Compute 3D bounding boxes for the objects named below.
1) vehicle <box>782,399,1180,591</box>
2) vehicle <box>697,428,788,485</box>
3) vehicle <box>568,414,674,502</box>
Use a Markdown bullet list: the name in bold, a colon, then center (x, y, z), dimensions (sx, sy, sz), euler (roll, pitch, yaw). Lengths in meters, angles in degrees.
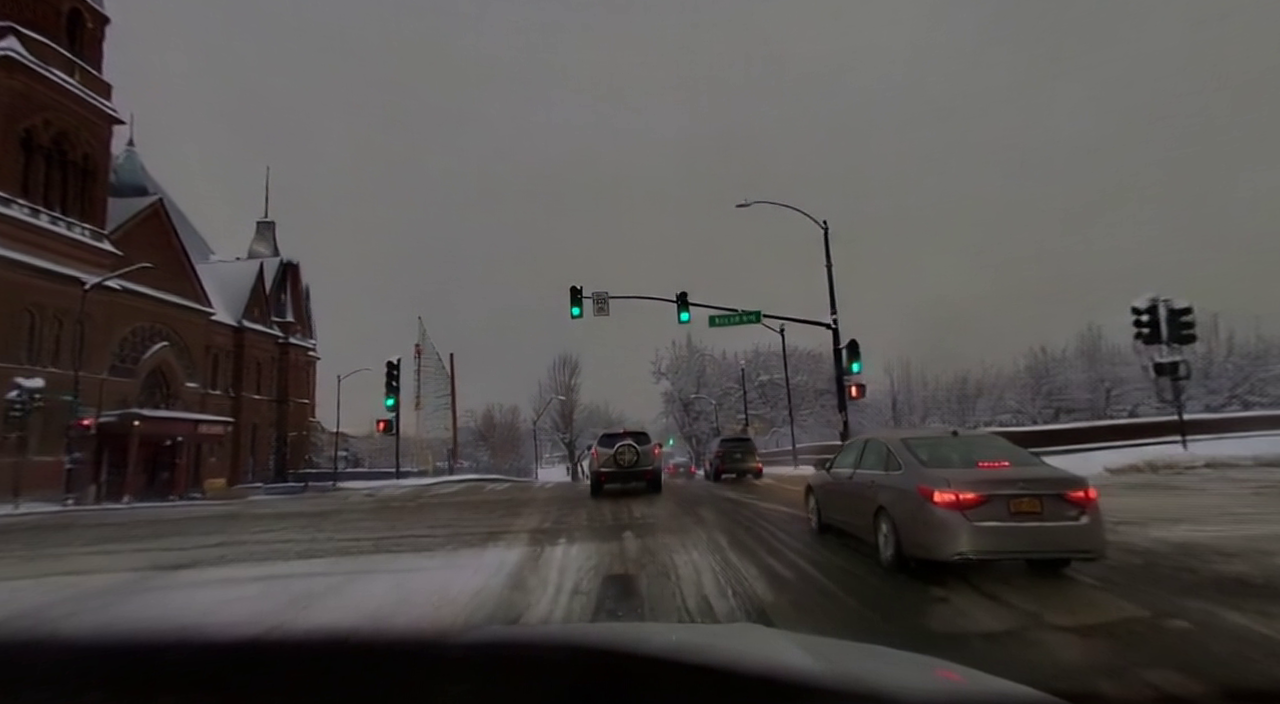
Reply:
- **vehicle**: center (3.190, 1.457, 7.230), dimensions (1.883, 1.472, 4.471), euler (0, -9, -3)
- **vehicle**: center (2.910, 3.108, 18.944), dimensions (1.890, 1.491, 4.166), euler (0, -9, -2)
- **vehicle**: center (-0.476, 2.492, 15.105), dimensions (2.168, 1.776, 4.135), euler (0, -9, -2)
